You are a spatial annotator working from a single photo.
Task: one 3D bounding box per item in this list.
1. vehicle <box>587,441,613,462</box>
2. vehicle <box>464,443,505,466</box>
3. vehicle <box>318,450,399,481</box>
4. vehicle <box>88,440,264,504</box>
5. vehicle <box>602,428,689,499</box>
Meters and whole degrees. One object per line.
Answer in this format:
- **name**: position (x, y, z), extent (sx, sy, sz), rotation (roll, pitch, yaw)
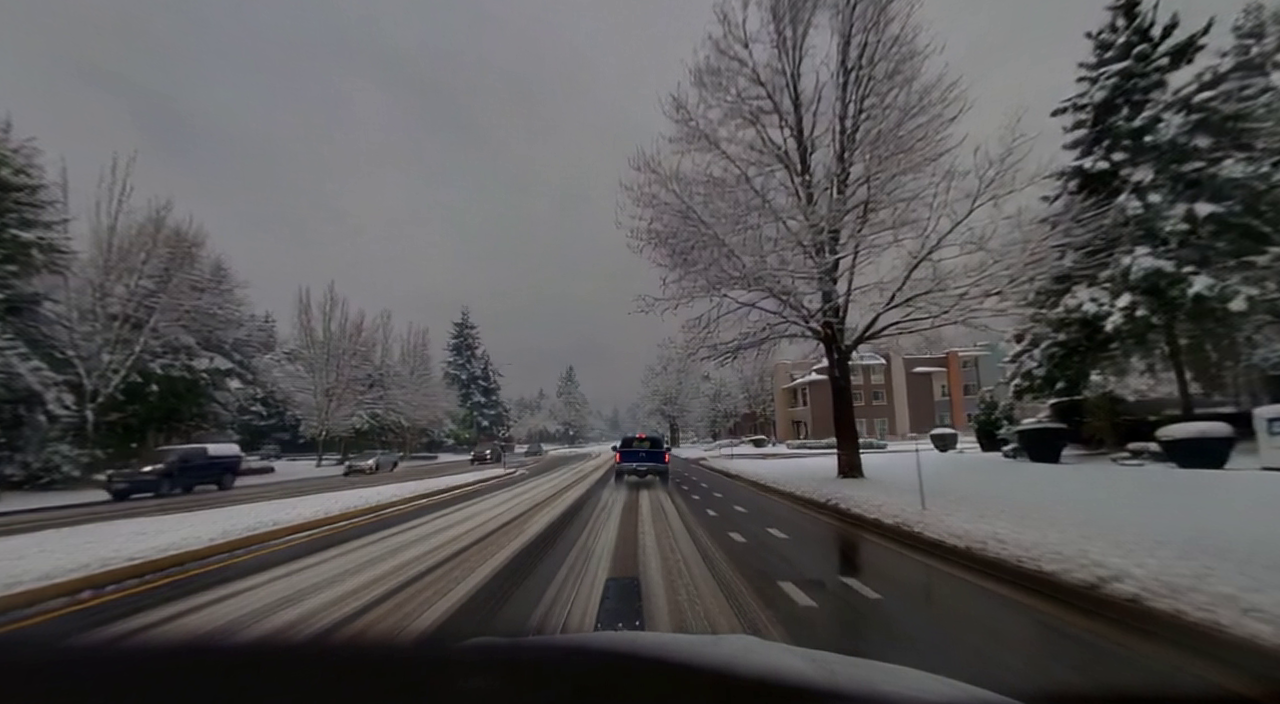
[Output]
- **vehicle**: position (-3.052, 7.668, 48.760), extent (1.879, 1.494, 3.626), rotation (0, -9, -2)
- **vehicle**: position (-12.210, 8.027, 49.824), extent (2.143, 1.711, 4.477), rotation (0, -9, 0)
- **vehicle**: position (-15.207, 6.117, 34.442), extent (2.124, 1.542, 4.702), rotation (0, -9, 2)
- **vehicle**: position (-15.546, 4.010, 21.657), extent (2.283, 1.880, 4.960), rotation (0, -9, 0)
- **vehicle**: position (0.127, 2.965, 17.134), extent (2.094, 1.682, 3.866), rotation (0, -9, 0)
